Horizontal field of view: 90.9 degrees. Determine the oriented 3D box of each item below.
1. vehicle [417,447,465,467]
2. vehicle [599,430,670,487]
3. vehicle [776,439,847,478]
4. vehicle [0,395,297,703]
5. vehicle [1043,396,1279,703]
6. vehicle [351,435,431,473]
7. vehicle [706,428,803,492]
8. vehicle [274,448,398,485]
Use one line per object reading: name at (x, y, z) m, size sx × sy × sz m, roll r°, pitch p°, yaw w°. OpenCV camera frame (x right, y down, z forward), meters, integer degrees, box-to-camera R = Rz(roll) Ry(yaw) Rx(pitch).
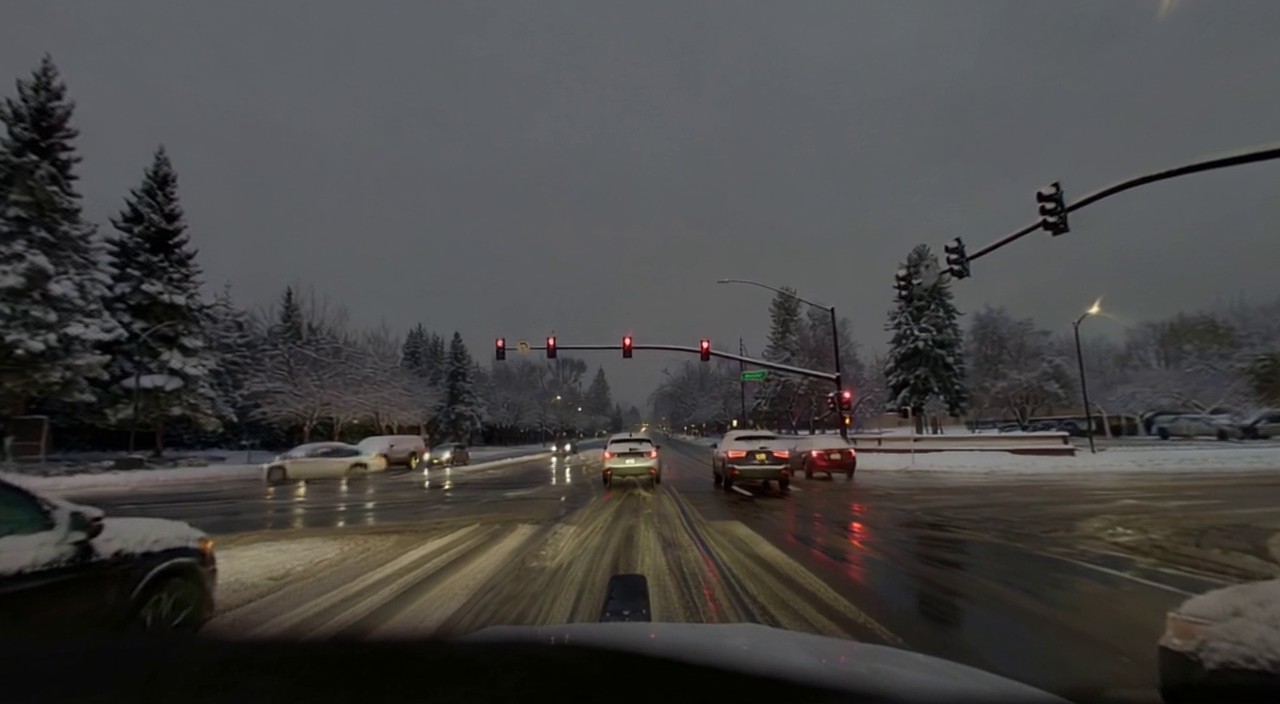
vehicle at (-14.083, 7.437, 44.929) m, size 1.926 × 1.325 × 4.162 m, roll -1°, pitch -8°, yaw 2°
vehicle at (-0.155, 3.644, 21.793) m, size 2.215 × 1.749 × 3.976 m, roll 0°, pitch -8°, yaw 0°
vehicle at (6.913, 4.332, 25.852) m, size 1.847 × 1.432 × 4.039 m, roll 0°, pitch -8°, yaw 1°
vehicle at (-3.582, 0.926, 2.517) m, size 1.941 × 1.492 × 4.399 m, roll 0°, pitch -8°, yaw 0°
vehicle at (3.068, 0.732, 1.062) m, size 1.960 × 1.460 × 4.233 m, roll 0°, pitch -8°, yaw 0°
vehicle at (-13.993, 5.770, 35.830) m, size 2.196 × 1.961 × 5.359 m, roll 0°, pitch -8°, yaw 2°
vehicle at (3.353, 3.278, 19.422) m, size 2.097 × 1.707 × 4.461 m, roll 0°, pitch -8°, yaw 0°
vehicle at (-12.112, 4.562, 25.358) m, size 4.094 × 1.328 × 1.700 m, roll 0°, pitch -8°, yaw -7°
